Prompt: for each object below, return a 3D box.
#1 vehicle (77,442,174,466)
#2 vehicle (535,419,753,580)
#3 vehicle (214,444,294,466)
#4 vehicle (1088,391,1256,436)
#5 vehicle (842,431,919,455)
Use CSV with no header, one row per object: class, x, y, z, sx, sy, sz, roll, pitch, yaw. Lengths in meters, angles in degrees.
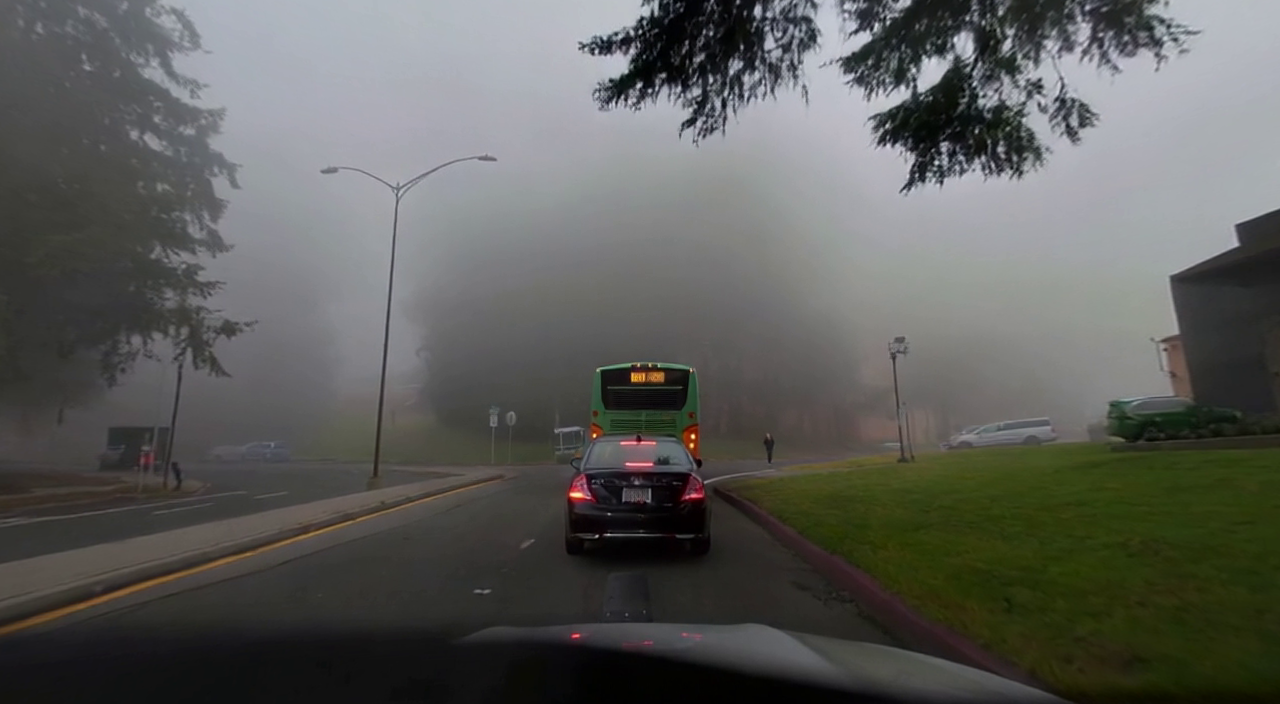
vehicle,-32.010,6.336,39.337,4.473,1.442,1.743,7,-11,-38
vehicle,0.061,1.666,7.879,2.020,1.478,3.922,0,-8,1
vehicle,-25.905,6.920,42.453,4.403,1.422,1.697,4,-9,-26
vehicle,19.664,2.375,23.483,1.781,1.458,4.359,6,-10,-35
vehicle,15.785,6.001,41.407,4.422,1.457,1.882,-5,-10,29
